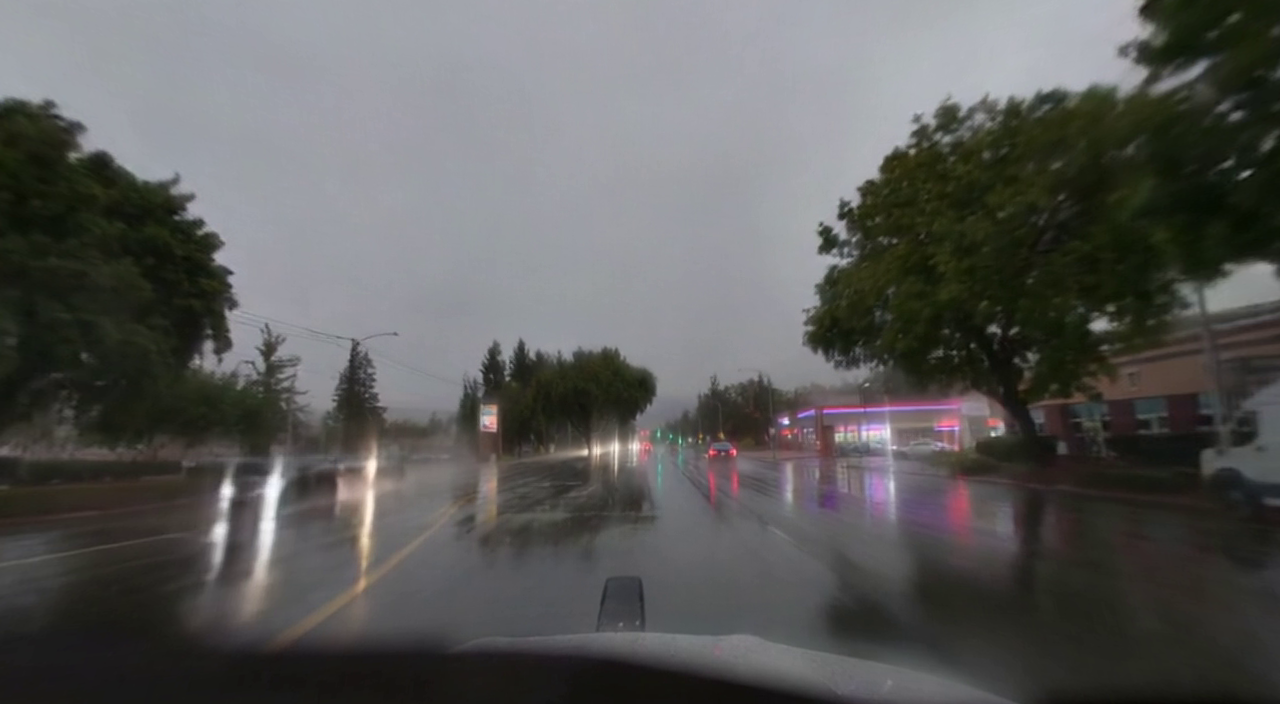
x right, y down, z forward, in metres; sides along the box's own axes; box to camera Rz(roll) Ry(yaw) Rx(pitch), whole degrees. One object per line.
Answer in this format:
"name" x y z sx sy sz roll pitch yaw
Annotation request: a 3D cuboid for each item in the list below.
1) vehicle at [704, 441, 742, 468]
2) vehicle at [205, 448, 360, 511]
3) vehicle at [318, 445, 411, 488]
"vehicle" 5.267 6.585 40.766 1.957 1.643 4.226 0 -9 1
"vehicle" -10.459 3.724 18.997 1.994 1.657 4.510 0 -9 0
"vehicle" -13.679 5.688 31.833 2.225 1.961 5.380 0 -9 0
